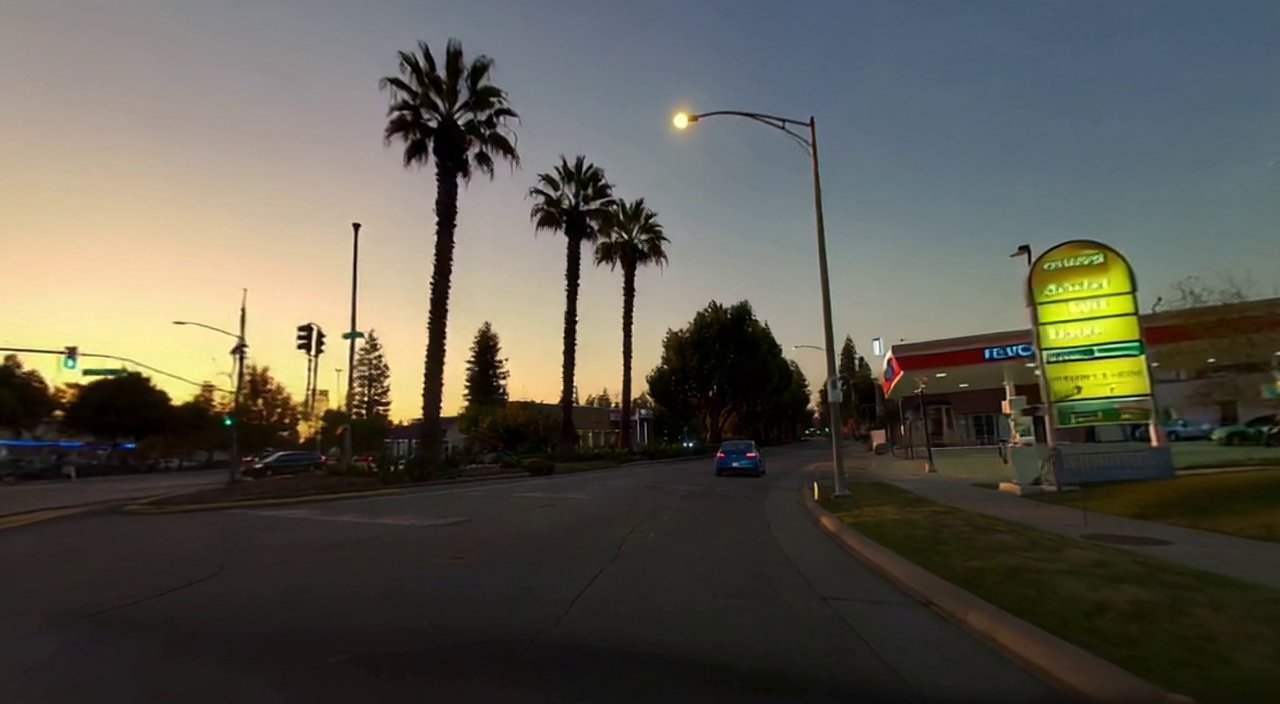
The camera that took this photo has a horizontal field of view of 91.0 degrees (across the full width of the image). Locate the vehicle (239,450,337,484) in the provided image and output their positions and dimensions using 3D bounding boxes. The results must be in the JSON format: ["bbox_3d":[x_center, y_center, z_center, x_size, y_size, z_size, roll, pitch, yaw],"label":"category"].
[{"bbox_3d":[-18.731,6.091,33.702,1.884,1.651,4.330,-3,-9,18],"label":"vehicle"}]

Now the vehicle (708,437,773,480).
[{"bbox_3d":[4.015,4.094,24.495,2.050,1.509,4.148,-2,-9,15],"label":"vehicle"}]

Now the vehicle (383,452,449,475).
[{"bbox_3d":[-15.521,7.759,43.878,1.825,1.441,4.656,-3,-9,18],"label":"vehicle"}]
